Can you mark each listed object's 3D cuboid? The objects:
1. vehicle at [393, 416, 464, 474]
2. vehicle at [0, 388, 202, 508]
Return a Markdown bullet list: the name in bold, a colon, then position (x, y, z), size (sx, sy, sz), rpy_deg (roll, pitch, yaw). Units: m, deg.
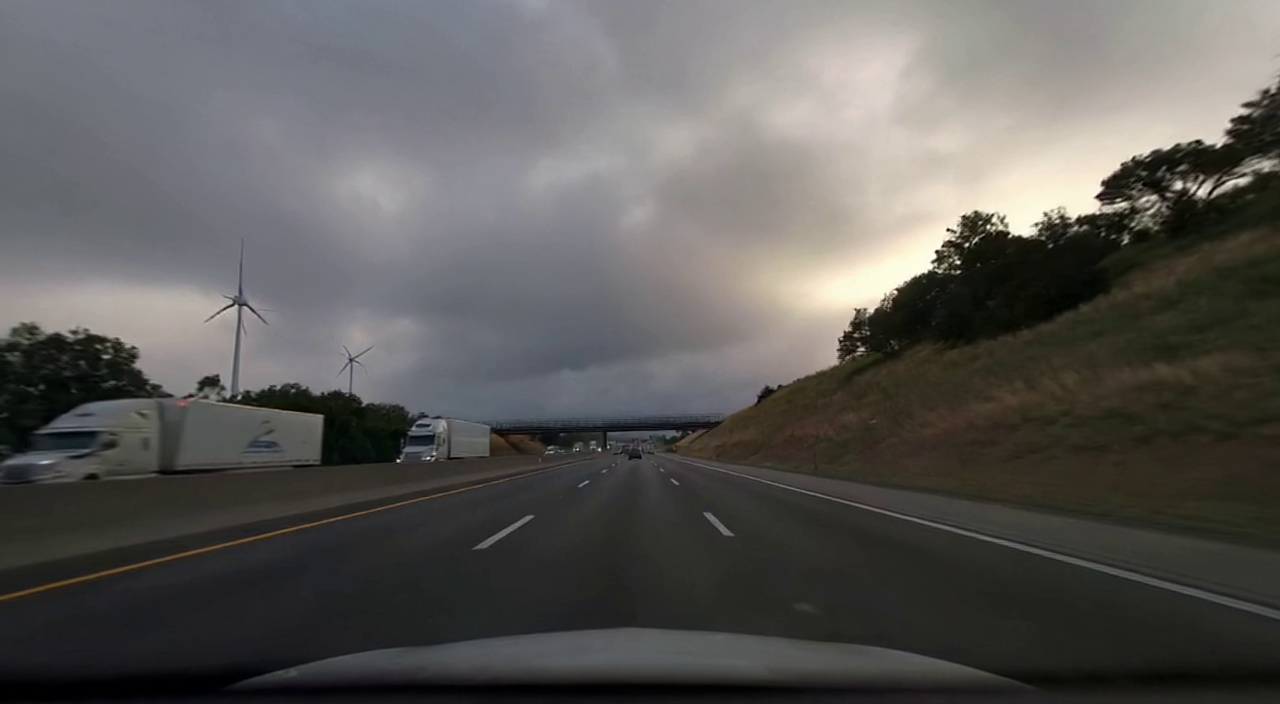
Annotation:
- **vehicle**: position (-15.686, 6.978, 47.343), size (3.154, 4.039, 6.070), rpy_deg (0, -9, 0)
- **vehicle**: position (-19.715, 3.489, 23.069), size (2.978, 3.778, 5.928), rpy_deg (0, -9, 0)
